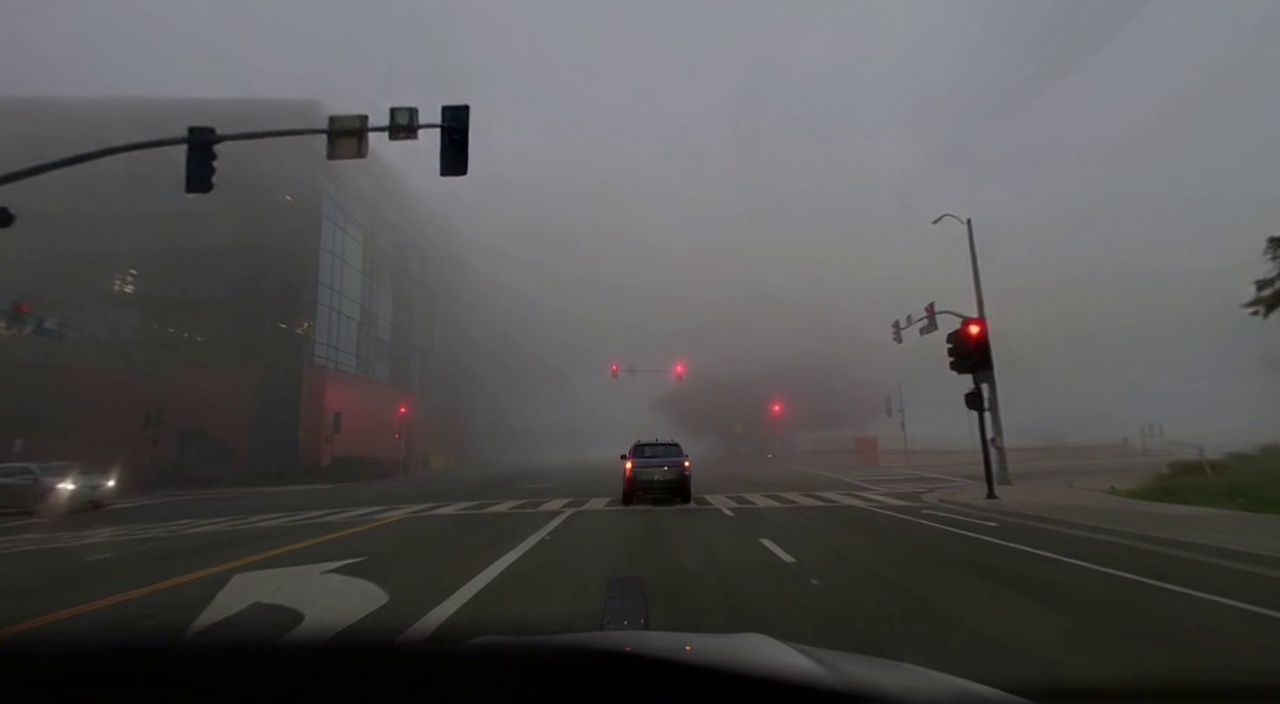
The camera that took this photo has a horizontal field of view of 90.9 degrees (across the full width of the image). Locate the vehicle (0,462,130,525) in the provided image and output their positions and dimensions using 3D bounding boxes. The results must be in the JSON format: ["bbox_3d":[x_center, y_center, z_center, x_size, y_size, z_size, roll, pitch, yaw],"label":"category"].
[{"bbox_3d":[-16.820,3.833,17.395,4.494,1.475,1.893,-3,-9,16],"label":"vehicle"}]

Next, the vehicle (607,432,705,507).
[{"bbox_3d":[0.342,2.918,16.122,2.184,1.640,4.086,0,-8,0],"label":"vehicle"}]
